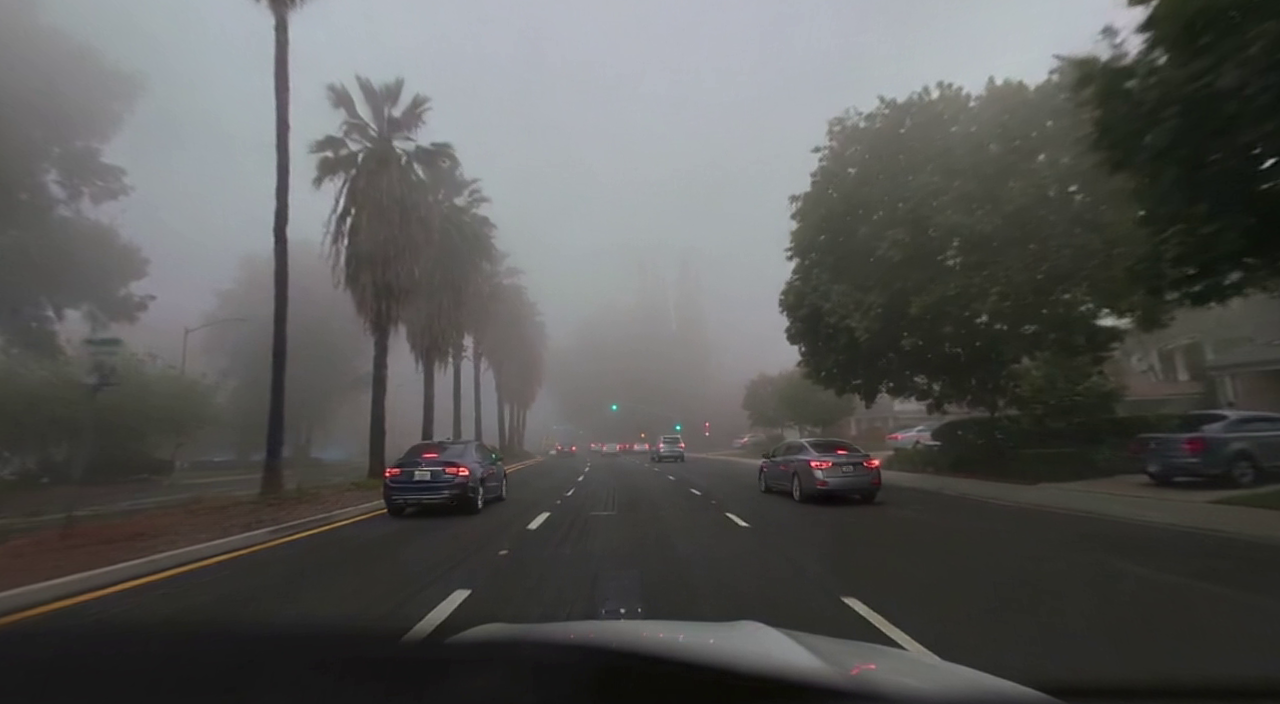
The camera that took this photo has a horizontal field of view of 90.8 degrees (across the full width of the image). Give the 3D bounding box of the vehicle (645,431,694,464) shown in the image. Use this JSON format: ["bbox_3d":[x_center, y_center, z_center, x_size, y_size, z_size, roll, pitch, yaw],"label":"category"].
[{"bbox_3d":[1.781,6.067,40.246,2.391,1.960,5.600,0,-9,-5],"label":"vehicle"}]

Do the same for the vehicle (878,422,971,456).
[{"bbox_3d":[15.183,4.719,33.979,1.978,1.669,4.515,2,-9,-17],"label":"vehicle"}]

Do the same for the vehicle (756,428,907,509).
[{"bbox_3d":[3.968,2.487,13.903,1.870,1.491,4.009,0,-9,-3],"label":"vehicle"}]

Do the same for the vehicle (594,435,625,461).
[{"bbox_3d":[-2.390,7.384,48.425,2.164,1.867,4.254,0,-9,-5],"label":"vehicle"}]

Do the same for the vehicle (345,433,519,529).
[{"bbox_3d":[-3.664,2.335,12.037,1.924,1.473,4.200,0,-8,-1],"label":"vehicle"}]

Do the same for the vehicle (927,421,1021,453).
[{"bbox_3d":[18.580,4.784,35.354,1.983,1.676,4.326,3,-9,-19],"label":"vehicle"}]

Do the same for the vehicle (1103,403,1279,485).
[{"bbox_3d":[13.410,2.060,14.236,4.408,1.673,1.969,0,-9,-3],"label":"vehicle"}]
